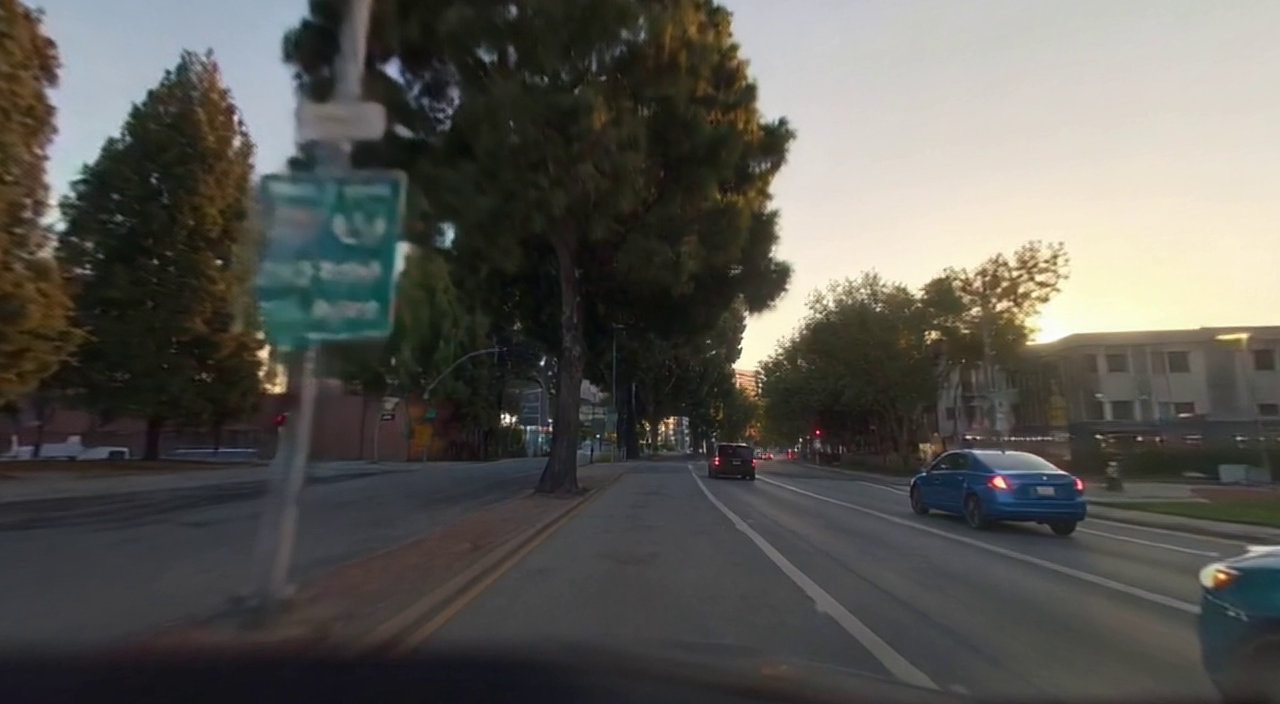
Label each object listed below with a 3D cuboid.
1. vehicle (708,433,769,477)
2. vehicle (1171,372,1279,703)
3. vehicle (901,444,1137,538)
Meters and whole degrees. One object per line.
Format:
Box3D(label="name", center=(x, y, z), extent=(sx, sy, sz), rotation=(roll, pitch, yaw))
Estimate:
Box3D(label="vehicle", center=(4.452, 4.737, 29.243), extent=(2.154, 1.844, 4.634), rotation=(0, -8, 2))
Box3D(label="vehicle", center=(3.321, 0.668, 0.733), extent=(1.901, 1.634, 3.952), rotation=(0, -8, 0))
Box3D(label="vehicle", center=(7.177, 2.620, 12.654), extent=(1.899, 1.496, 4.559), rotation=(0, -8, 0))
